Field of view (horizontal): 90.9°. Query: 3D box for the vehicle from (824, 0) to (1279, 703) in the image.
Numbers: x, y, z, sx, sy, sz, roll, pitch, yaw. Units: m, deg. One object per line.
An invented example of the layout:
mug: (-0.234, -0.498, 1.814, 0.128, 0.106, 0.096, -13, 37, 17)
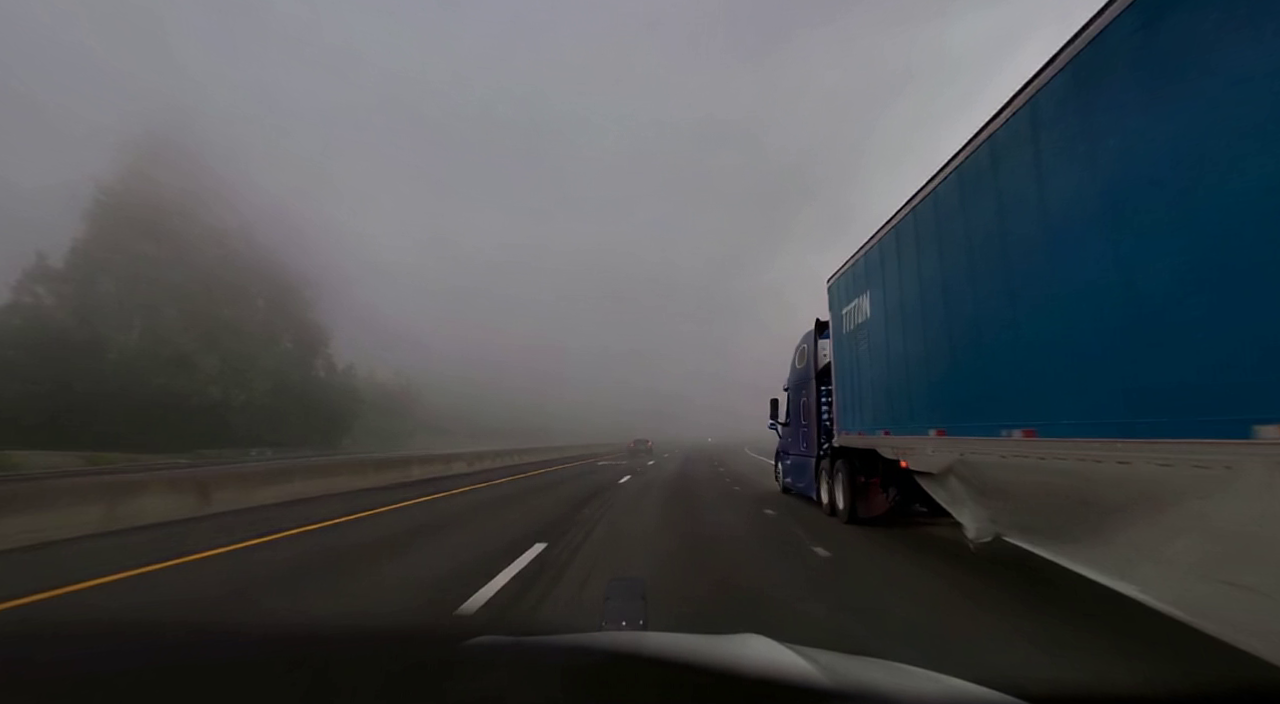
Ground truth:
vehicle: (4.526, -0.051, 4.360, 2.792, 4.056, 13.259, 0, -8, 1)
